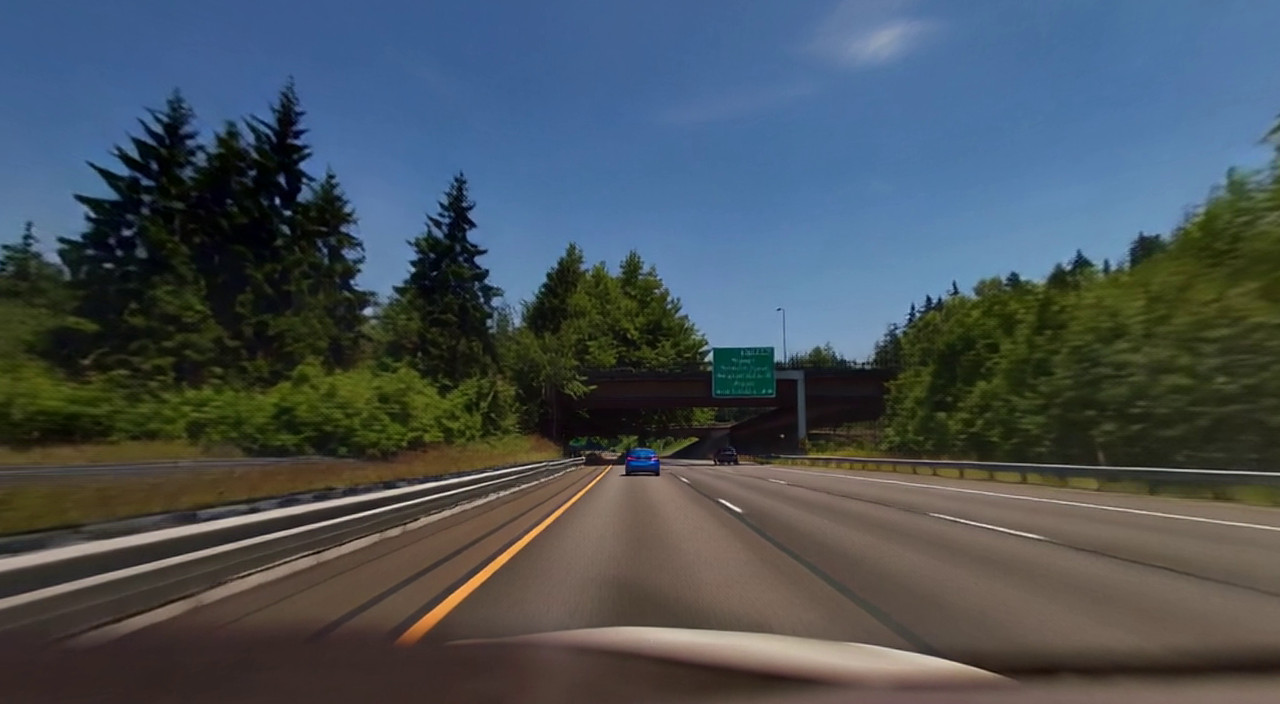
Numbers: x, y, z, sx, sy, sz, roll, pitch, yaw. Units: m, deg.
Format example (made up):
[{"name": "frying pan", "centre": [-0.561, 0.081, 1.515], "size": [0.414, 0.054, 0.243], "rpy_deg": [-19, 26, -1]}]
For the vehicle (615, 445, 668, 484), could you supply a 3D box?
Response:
[{"name": "vehicle", "centre": [0.045, 4.727, 26.761], "size": [2.069, 1.523, 4.012], "rpy_deg": [0, -9, -1]}]
